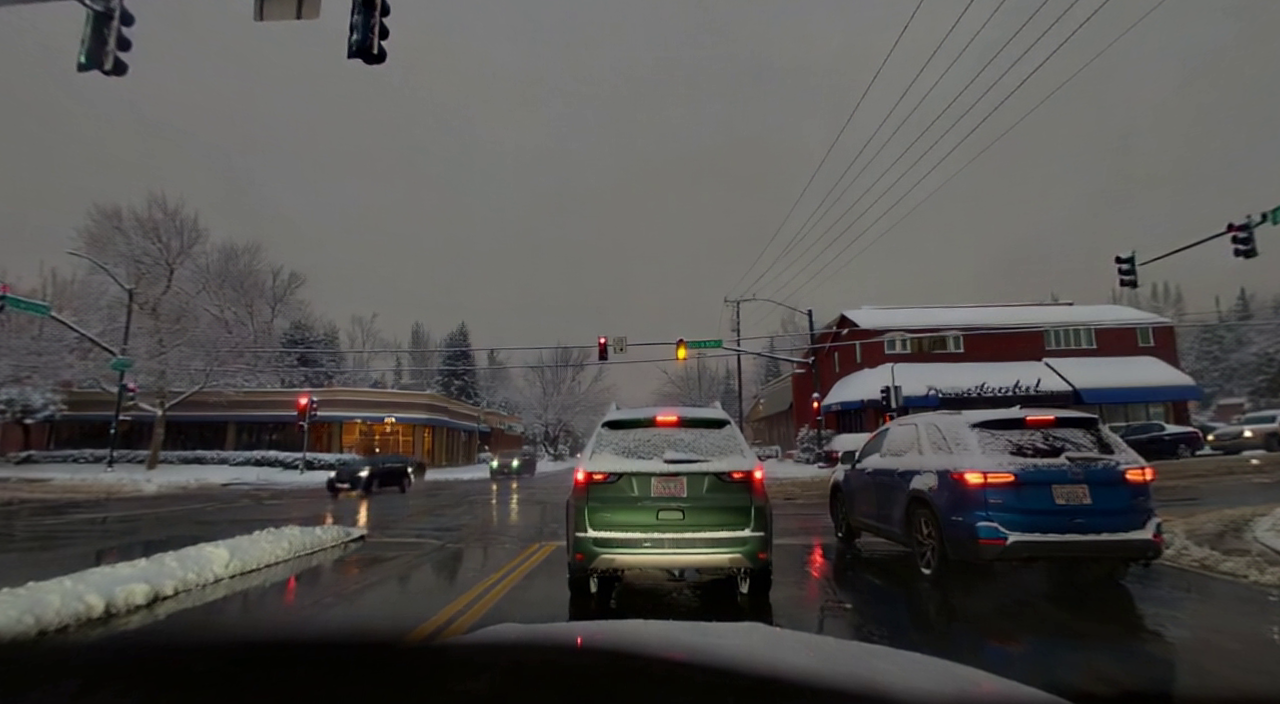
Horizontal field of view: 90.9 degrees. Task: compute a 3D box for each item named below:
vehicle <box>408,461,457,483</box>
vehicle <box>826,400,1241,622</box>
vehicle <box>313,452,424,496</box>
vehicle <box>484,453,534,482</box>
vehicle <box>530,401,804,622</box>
[{"bbox_3d":[-15.491,8.960,47.265,1.875,1.475,4.449,-1,-8,5],"label":"vehicle"},{"bbox_3d":[3.612,1.518,6.968,1.976,1.664,4.189,-1,-8,2],"label":"vehicle"},{"bbox_3d":[-10.290,4.624,24.357,1.911,1.461,4.691,-1,-8,4],"label":"vehicle"},{"bbox_3d":[-8.958,7.921,43.480,2.029,1.776,4.711,-1,-8,6],"label":"vehicle"},{"bbox_3d":[0.258,1.508,6.821,2.098,1.682,3.778,0,-8,2],"label":"vehicle"}]
